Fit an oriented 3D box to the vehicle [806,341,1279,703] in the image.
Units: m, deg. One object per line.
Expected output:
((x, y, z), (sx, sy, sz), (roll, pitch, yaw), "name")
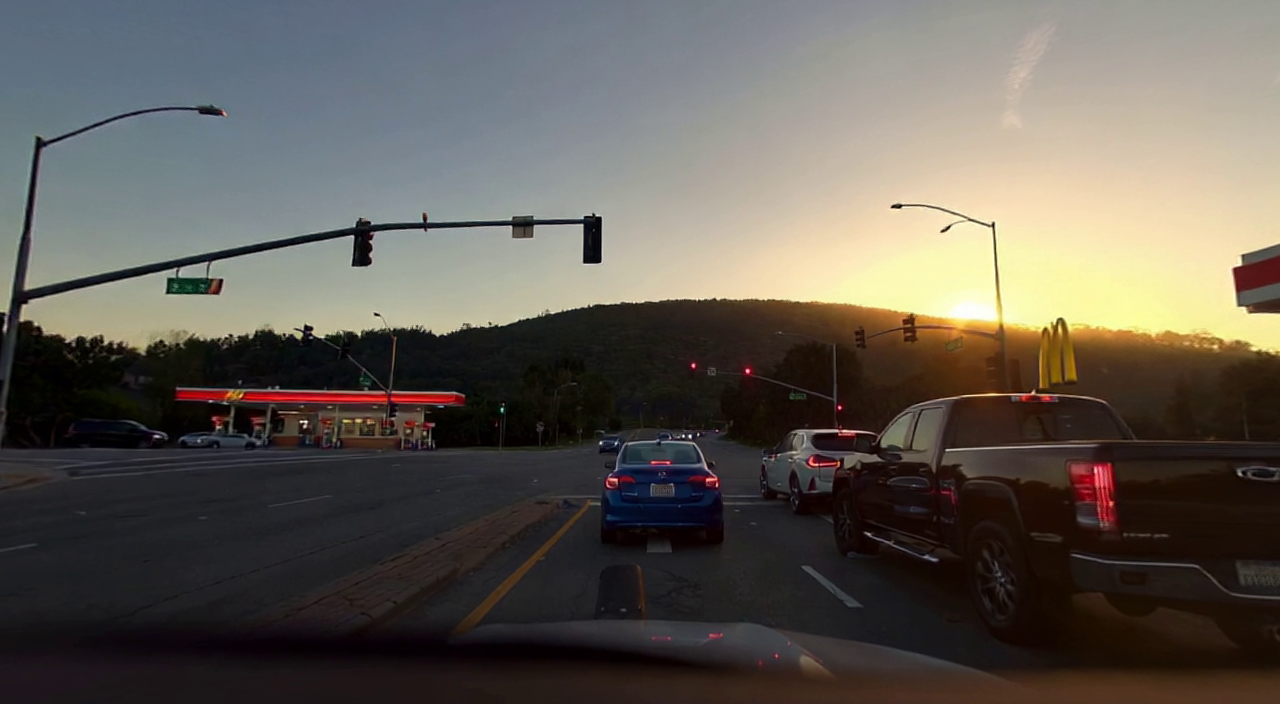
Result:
((3.561, 1.318, 6.094), (2.277, 1.871, 6.143), (0, -8, 0), "vehicle")

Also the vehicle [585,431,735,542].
((0.260, 2.114, 10.536), (2.027, 1.494, 3.824), (0, -8, 0), "vehicle")

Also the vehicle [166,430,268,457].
((-23.094, 5.033, 34.494), (4.326, 1.420, 1.798), (-1, -8, 4), "vehicle")

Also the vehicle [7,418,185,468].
((-19.925, 3.364, 23.248), (4.742, 1.720, 2.107), (-1, -8, 5), "vehicle")
